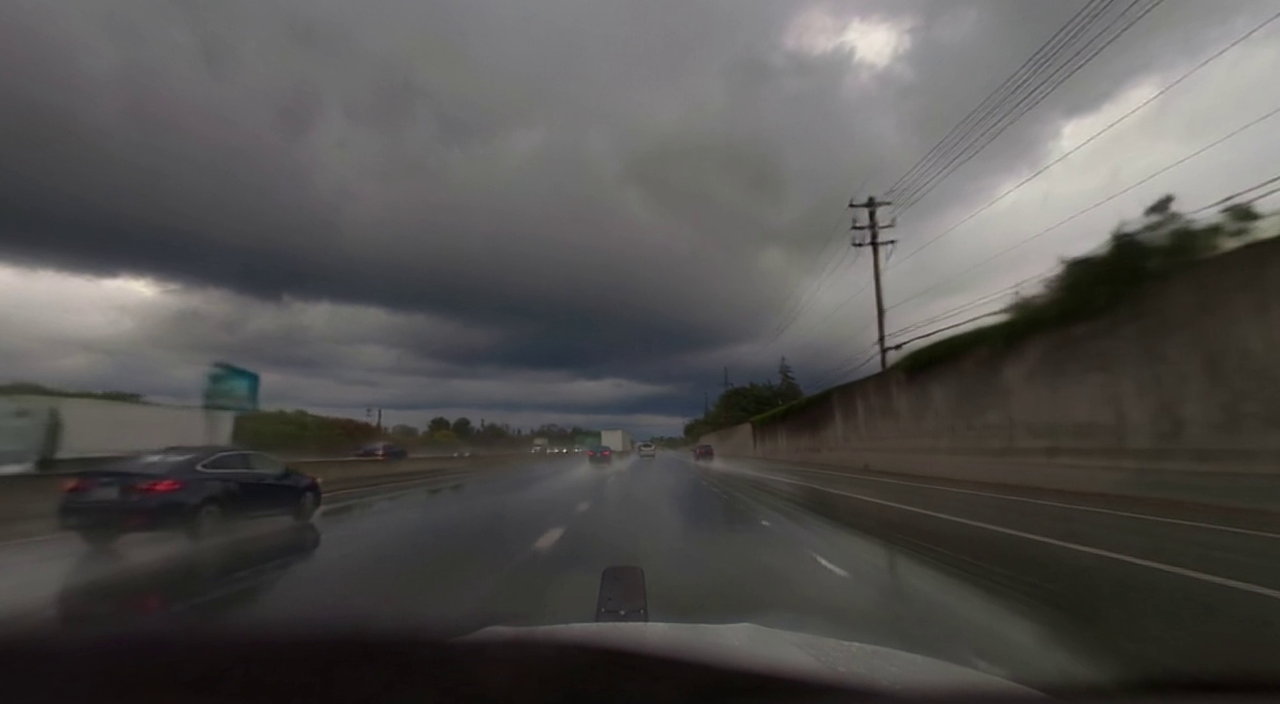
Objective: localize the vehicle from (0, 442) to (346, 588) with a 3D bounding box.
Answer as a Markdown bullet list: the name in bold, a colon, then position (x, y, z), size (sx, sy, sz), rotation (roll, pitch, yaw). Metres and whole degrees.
- **vehicle**: position (-6.467, 2.037, 8.907), size (2.127, 1.446, 5.008), rotation (0, -9, 1)

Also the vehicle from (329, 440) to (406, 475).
- **vehicle**: position (-14.895, 5.809, 34.783), size (2.134, 1.785, 4.629), rotation (0, -9, 1)

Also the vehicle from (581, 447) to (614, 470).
- **vehicle**: position (-2.892, 7.394, 43.750), size (2.004, 1.498, 4.043), rotation (0, -9, 0)

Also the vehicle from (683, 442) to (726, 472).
- **vehicle**: position (4.146, 6.808, 41.105), size (2.214, 1.799, 4.627), rotation (0, -9, -1)
